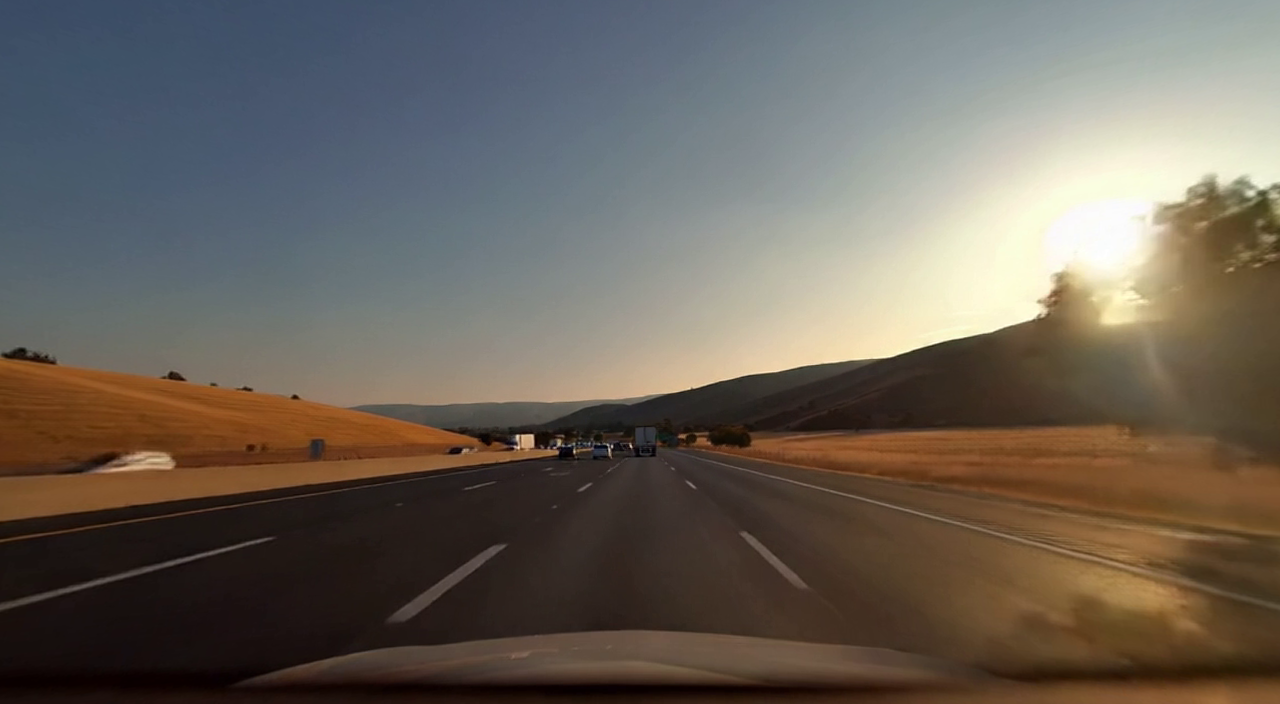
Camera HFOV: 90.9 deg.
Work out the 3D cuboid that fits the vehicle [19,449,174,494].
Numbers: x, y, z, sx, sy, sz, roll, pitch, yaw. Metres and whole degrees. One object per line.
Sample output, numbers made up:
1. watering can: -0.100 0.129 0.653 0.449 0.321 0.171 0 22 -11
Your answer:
1. vehicle: -20.868 4.556 24.527 2.007 1.533 4.429 0 -8 1
